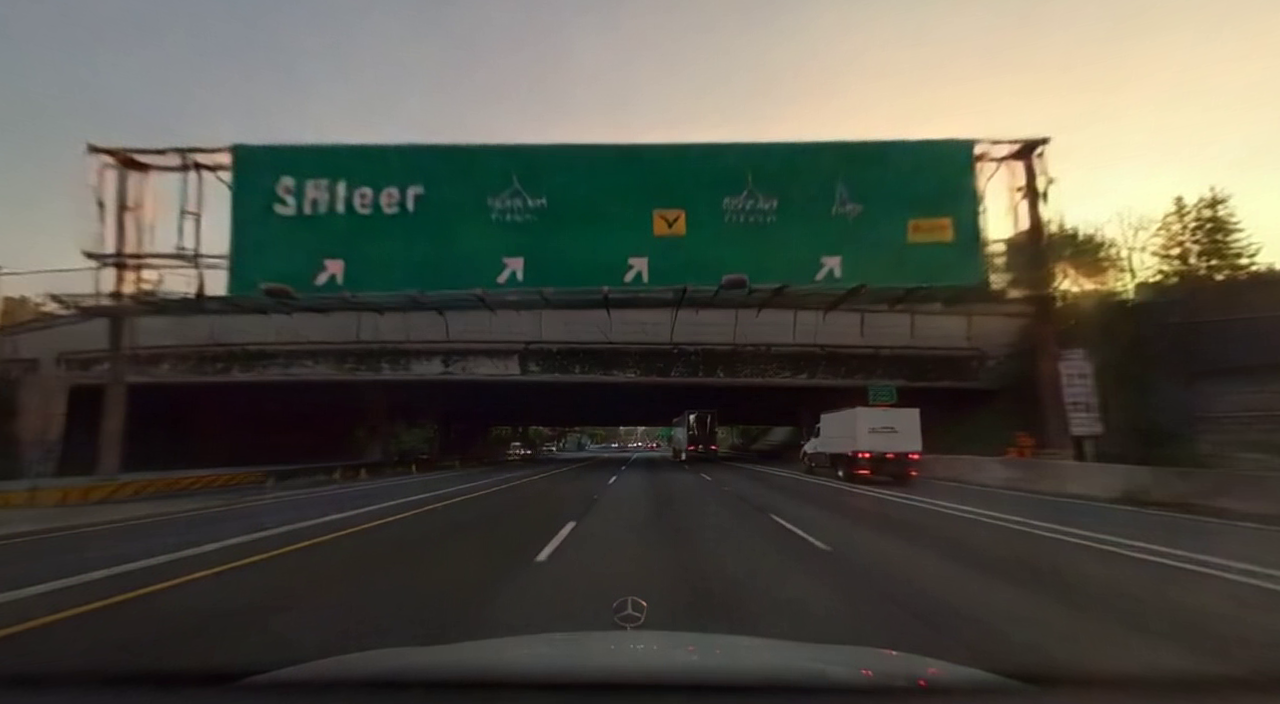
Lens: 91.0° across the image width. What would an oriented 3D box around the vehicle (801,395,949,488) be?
[{"bbox_3d":[7.921,3.179,22.422,2.474,2.730,7.349,0,-8,0],"label":"vehicle"}]
